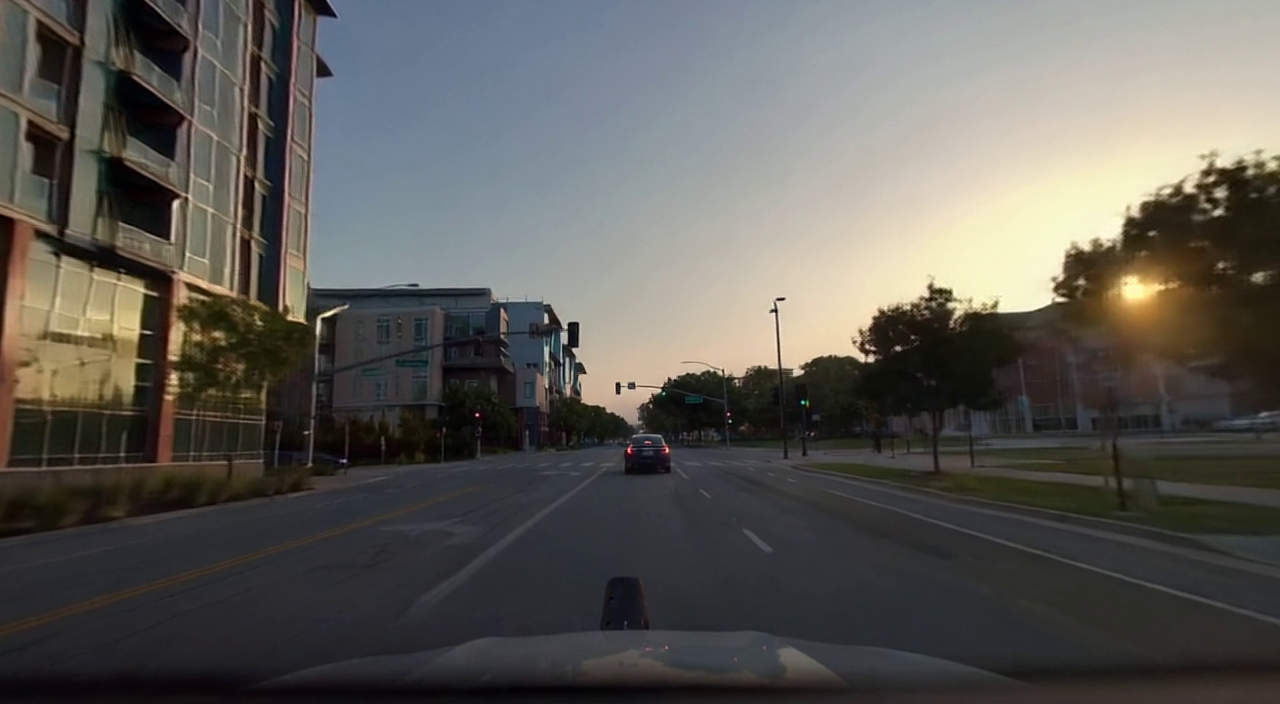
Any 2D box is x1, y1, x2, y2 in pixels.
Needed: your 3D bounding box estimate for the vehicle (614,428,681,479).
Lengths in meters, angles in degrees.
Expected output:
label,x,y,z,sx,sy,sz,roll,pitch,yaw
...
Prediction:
label,x,y,z,sx,sy,sz,roll,pitch,yaw
vehicle,0.218,3.626,22.701,2.184,1.640,4.086,0,-8,0
